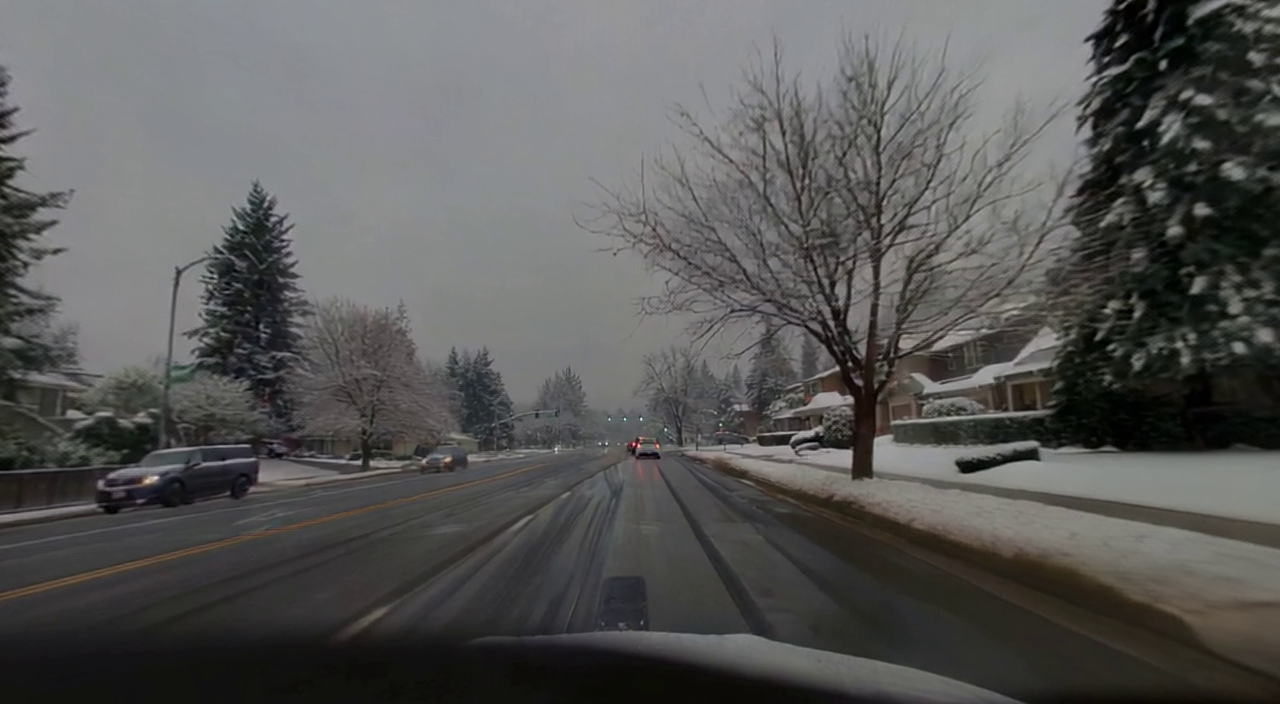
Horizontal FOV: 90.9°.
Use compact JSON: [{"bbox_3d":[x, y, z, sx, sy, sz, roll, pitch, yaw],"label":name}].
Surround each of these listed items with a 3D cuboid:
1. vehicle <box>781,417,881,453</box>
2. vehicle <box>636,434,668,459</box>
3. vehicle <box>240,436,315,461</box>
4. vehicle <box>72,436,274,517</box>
[{"bbox_3d":[10.450,4.597,34.754,4.746,1.485,1.916,-5,-8,0],"label":"vehicle"},{"bbox_3d":[0.838,6.473,43.223,2.088,1.607,3.903,0,-8,2],"label":"vehicle"},{"bbox_3d":[-28.209,7.469,49.070,5.100,1.864,2.490,-4,-9,25],"label":"vehicle"},{"bbox_3d":[-14.090,3.698,19.600,2.337,1.850,5.448,-4,-6,-2],"label":"vehicle"}]
